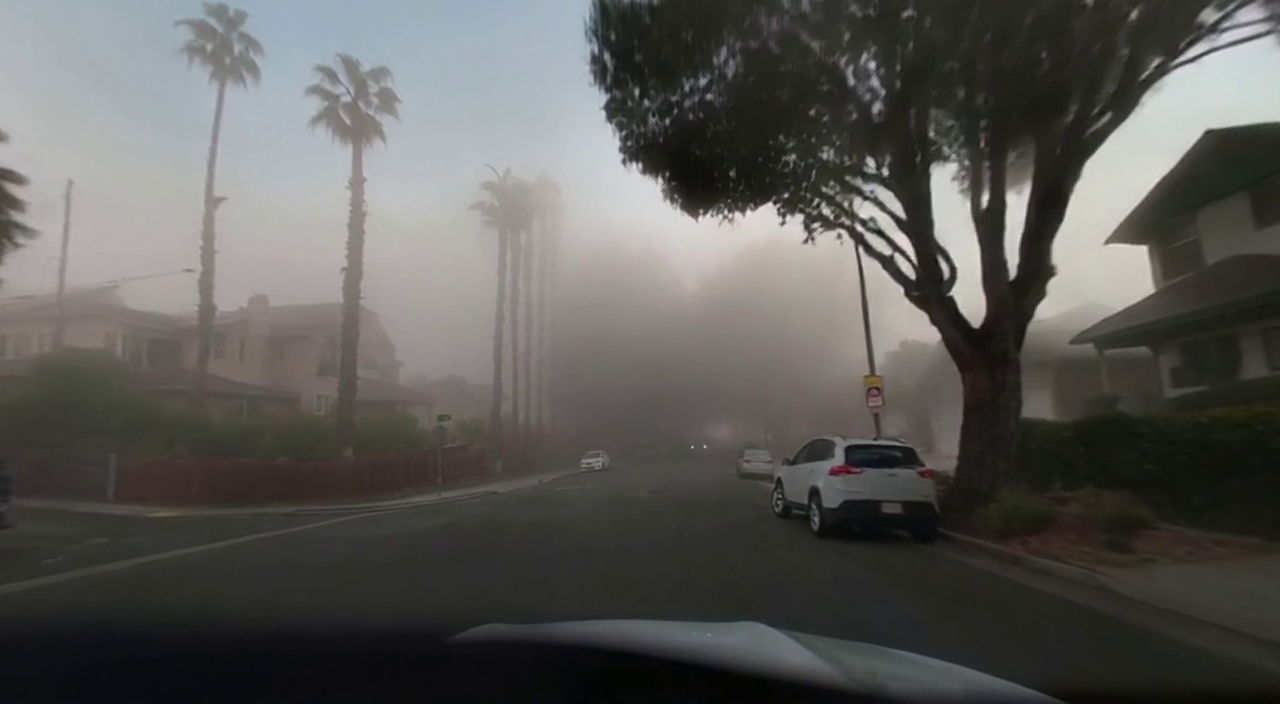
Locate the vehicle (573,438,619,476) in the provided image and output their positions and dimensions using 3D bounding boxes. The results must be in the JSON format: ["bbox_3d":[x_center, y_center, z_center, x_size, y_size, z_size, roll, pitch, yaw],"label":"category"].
[{"bbox_3d":[-3.084,7.574,44.994,2.053,1.713,4.850,-4,-21,10],"label":"vehicle"}]

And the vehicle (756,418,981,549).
[{"bbox_3d":[3.670,2.205,11.348,2.197,1.816,4.845,0,-8,0],"label":"vehicle"}]

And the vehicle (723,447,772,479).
[{"bbox_3d":[5.193,5.393,30.880,1.942,1.465,4.123,-1,-8,4],"label":"vehicle"}]
